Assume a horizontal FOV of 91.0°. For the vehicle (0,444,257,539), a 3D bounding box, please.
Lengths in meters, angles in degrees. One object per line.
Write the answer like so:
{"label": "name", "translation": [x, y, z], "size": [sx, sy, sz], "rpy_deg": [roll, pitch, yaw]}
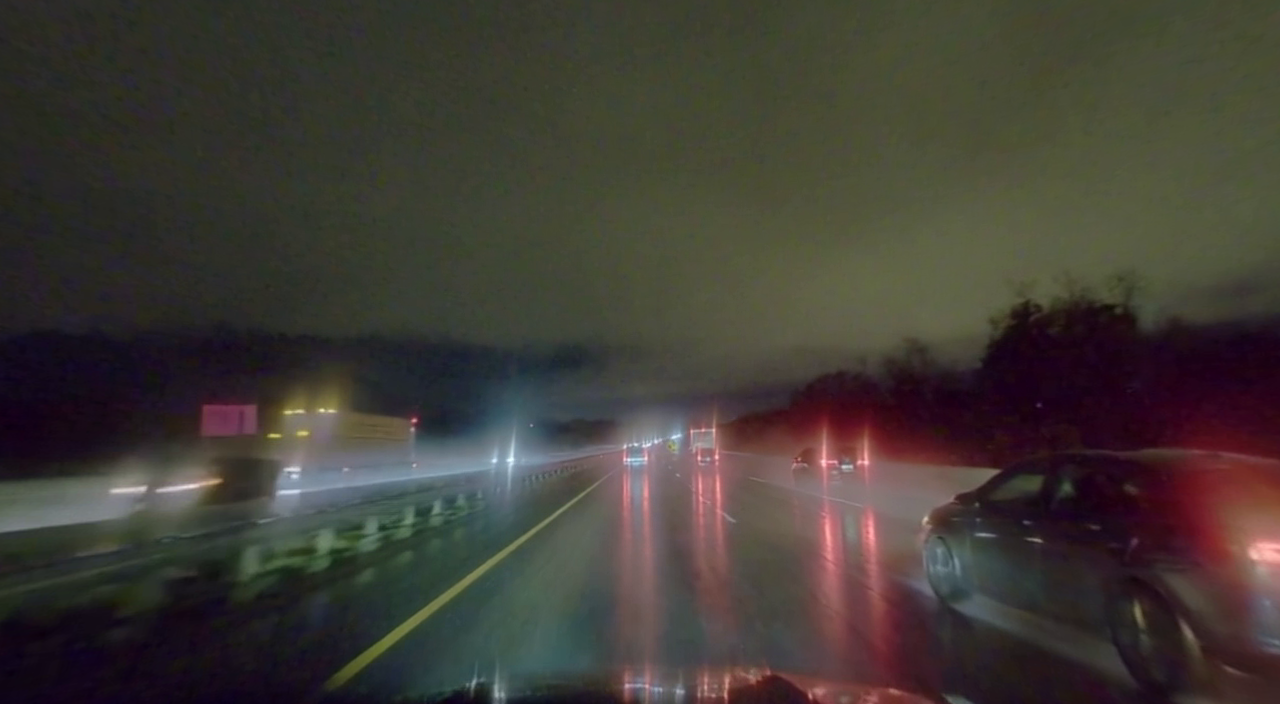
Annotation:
{"label": "vehicle", "translation": [-10.462, 2.688, 12.930], "size": [1.965, 1.542, 4.905], "rpy_deg": [0, -9, 2]}

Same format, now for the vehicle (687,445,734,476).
{"label": "vehicle", "translation": [3.768, 5.885, 34.332], "size": [2.047, 1.540, 4.294], "rpy_deg": [0, -9, 0]}

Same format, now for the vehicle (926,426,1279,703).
{"label": "vehicle", "translation": [3.503, 1.188, 3.442], "size": [2.004, 1.471, 4.032], "rpy_deg": [0, -9, 1]}

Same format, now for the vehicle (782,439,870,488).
{"label": "vehicle", "translation": [6.872, 4.158, 23.799], "size": [1.975, 1.650, 4.257], "rpy_deg": [0, -9, 0]}

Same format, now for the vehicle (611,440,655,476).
{"label": "vehicle", "translation": [-0.317, 5.535, 33.166], "size": [2.142, 1.724, 4.344], "rpy_deg": [0, -9, 1]}

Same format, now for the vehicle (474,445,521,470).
{"label": "vehicle", "translation": [-10.134, 7.524, 45.112], "size": [2.156, 1.644, 4.489], "rpy_deg": [0, -9, 2]}

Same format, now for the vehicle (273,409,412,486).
{"label": "vehicle", "translation": [-14.196, 4.708, 31.001], "size": [2.881, 3.266, 7.898], "rpy_deg": [0, -9, 1]}
